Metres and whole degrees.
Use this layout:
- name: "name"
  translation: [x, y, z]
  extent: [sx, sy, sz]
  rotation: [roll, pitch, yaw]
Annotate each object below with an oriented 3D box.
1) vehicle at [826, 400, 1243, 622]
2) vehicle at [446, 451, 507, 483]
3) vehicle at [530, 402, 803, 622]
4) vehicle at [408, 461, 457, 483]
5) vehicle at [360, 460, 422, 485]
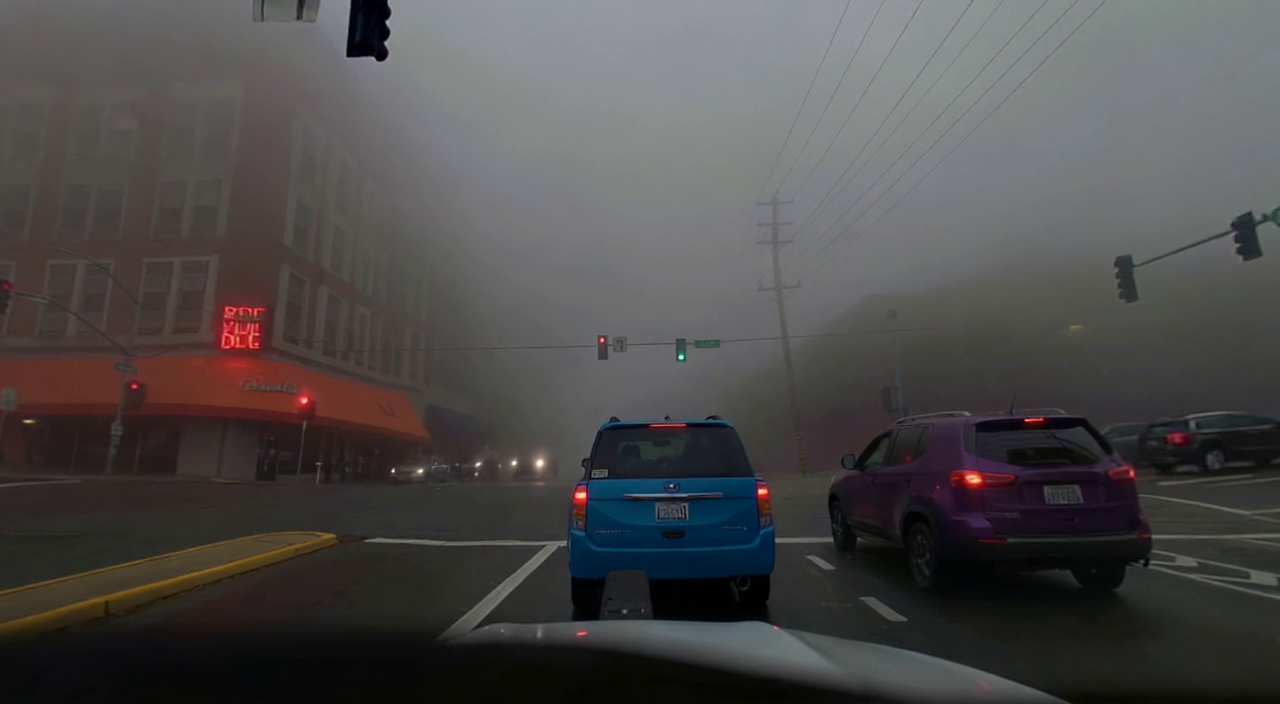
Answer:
- name: "vehicle"
  translation: [3.614, 1.514, 6.950]
  extent: [1.976, 1.664, 4.189]
  rotation: [-1, -8, 2]
- name: "vehicle"
  translation: [-9.548, 6.759, 37.272]
  extent: [2.023, 1.713, 4.451]
  rotation: [-1, -8, 6]
- name: "vehicle"
  translation: [0.251, 1.512, 6.829]
  extent: [2.098, 1.682, 3.778]
  rotation: [0, -8, 2]
- name: "vehicle"
  translation: [-15.490, 8.955, 47.270]
  extent: [1.875, 1.475, 4.449]
  rotation: [-1, -8, 5]
- name: "vehicle"
  translation: [-16.253, 7.838, 41.380]
  extent: [1.872, 1.433, 4.404]
  rotation: [-1, -8, 7]
